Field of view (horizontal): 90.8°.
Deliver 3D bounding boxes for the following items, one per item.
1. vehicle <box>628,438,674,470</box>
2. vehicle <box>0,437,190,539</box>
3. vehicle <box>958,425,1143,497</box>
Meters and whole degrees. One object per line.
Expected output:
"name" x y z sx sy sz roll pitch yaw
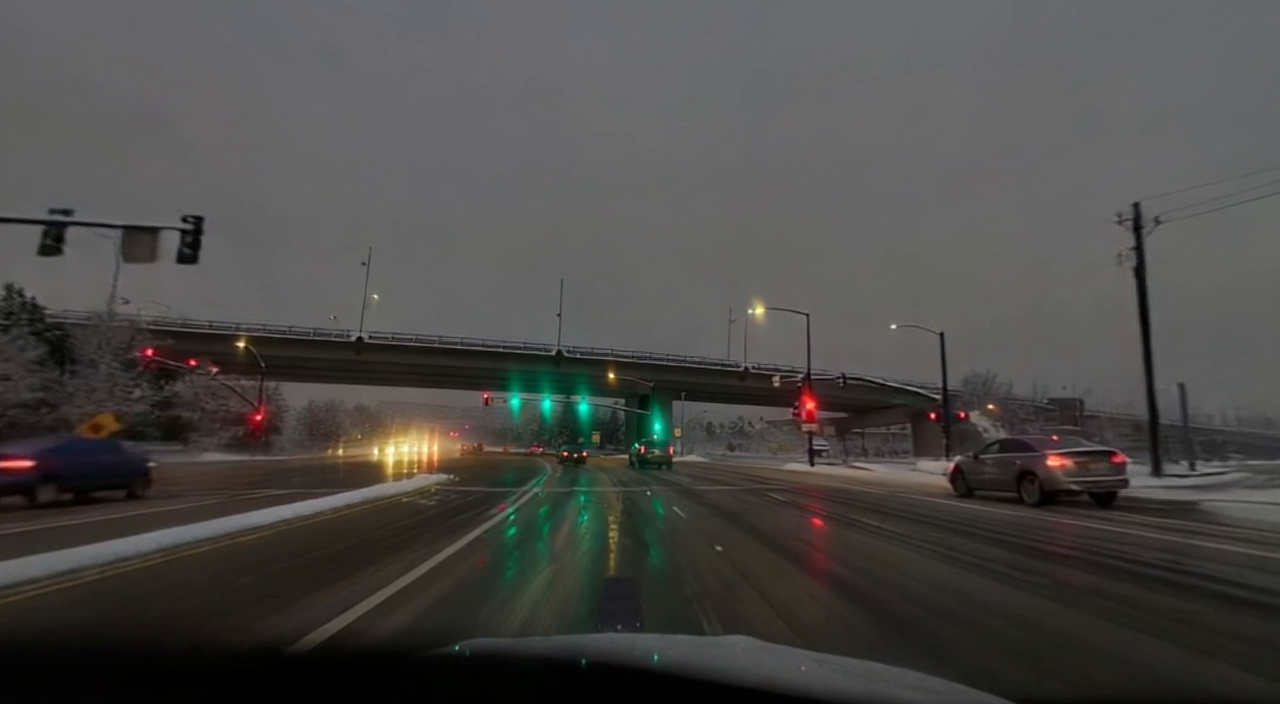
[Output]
"vehicle" 0.584 5.911 36.693 2.024 1.724 3.928 1 -9 -8
"vehicle" -11.529 2.478 12.145 2.399 1.624 4.585 0 -8 -1
"vehicle" 11.193 2.999 17.781 2.130 1.741 4.665 0 -8 1
